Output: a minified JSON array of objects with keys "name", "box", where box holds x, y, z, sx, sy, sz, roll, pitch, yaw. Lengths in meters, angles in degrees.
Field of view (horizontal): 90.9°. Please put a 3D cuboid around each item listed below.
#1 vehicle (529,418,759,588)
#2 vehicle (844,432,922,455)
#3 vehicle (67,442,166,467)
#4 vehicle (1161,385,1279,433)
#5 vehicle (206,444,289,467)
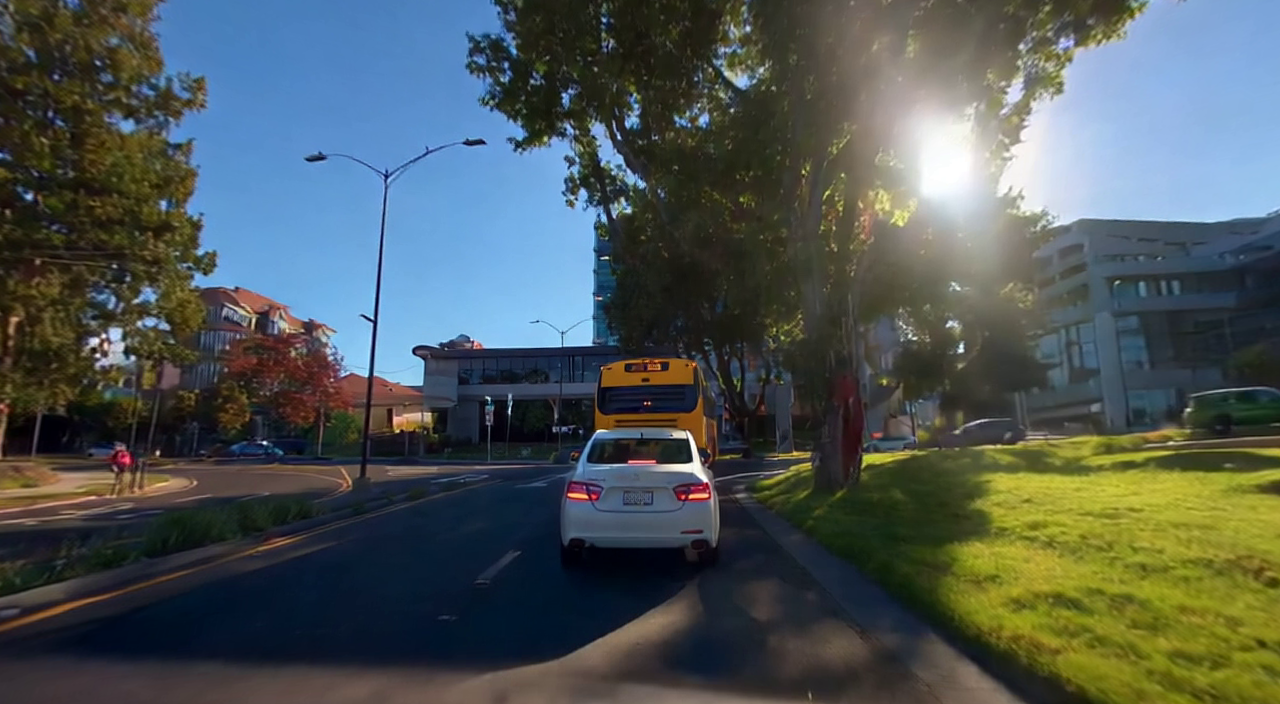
[{"name":"vehicle","box":[0.060,1.624,7.581,2.020,1.478,3.922,0,-8,1]},{"name":"vehicle","box":[15.755,5.939,40.827,4.422,1.457,1.882,-5,-10,29]},{"name":"vehicle","box":[-32.054,6.280,38.723,4.473,1.442,1.743,7,-11,-38]},{"name":"vehicle","box":[20.730,1.979,21.301,1.781,1.458,4.359,3,-9,-23]},{"name":"vehicle","box":[-25.949,6.869,41.842,4.403,1.422,1.697,4,-9,-26]}]
